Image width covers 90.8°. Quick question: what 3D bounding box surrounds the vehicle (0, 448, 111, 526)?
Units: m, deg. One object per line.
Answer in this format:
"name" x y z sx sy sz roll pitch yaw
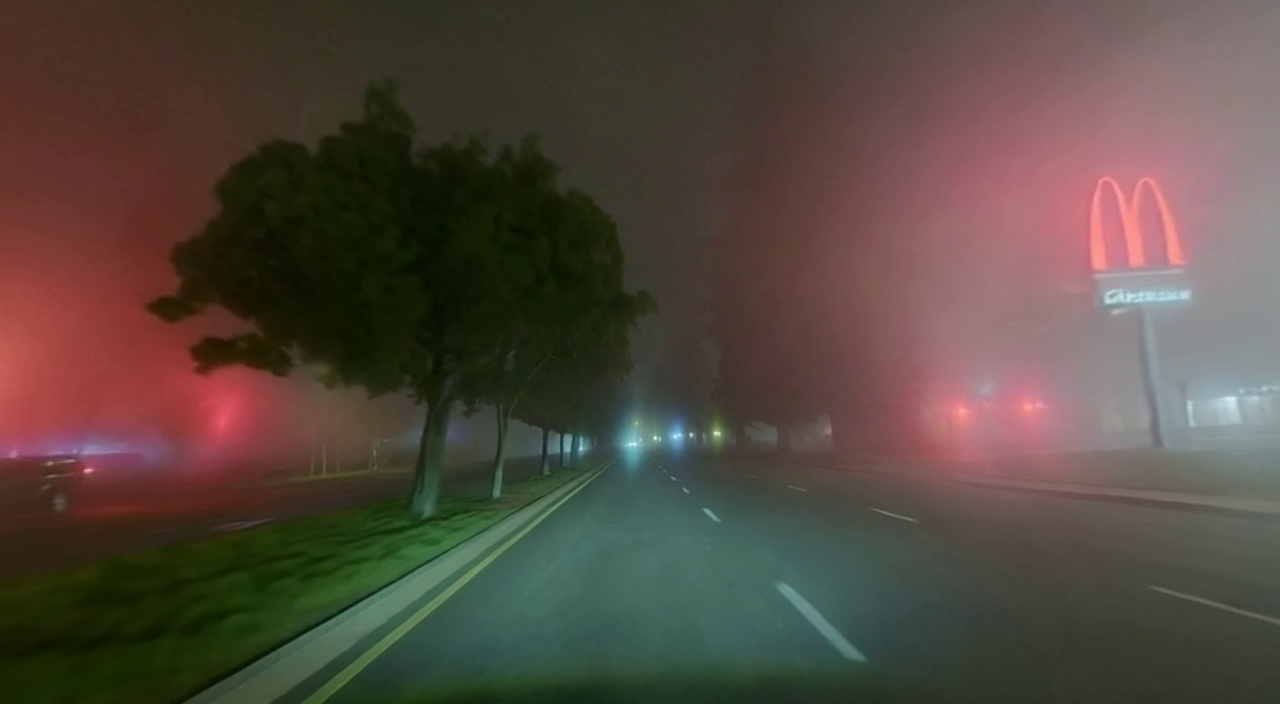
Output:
"vehicle" -19.367 3.981 18.521 2.648 2.106 6.148 -2 -8 -3

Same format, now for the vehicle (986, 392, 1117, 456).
"vehicle" 28.896 5.101 44.309 8.627 4.134 2.881 3 -9 -21

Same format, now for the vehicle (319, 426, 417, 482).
"vehicle" -19.569 7.410 46.281 2.966 3.698 9.217 0 -9 0
